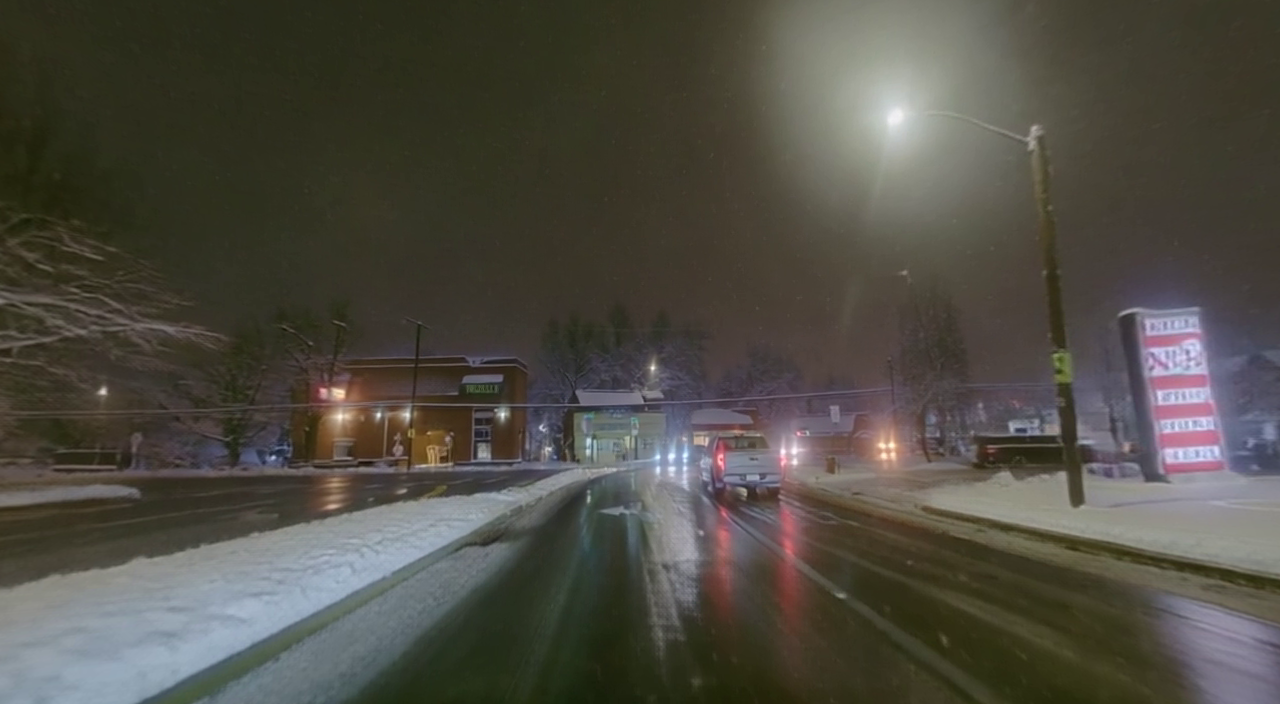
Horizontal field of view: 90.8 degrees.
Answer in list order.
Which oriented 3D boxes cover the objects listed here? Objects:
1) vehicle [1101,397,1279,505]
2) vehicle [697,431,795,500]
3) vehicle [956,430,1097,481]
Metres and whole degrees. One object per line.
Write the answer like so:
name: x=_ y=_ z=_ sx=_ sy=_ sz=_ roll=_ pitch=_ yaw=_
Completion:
vehicle: x=15.705 y=2.541 z=14.842 sx=7.551 sy=2.142 sz=2.896 roll=4 pitch=-10 yaw=-1
vehicle: x=3.234 y=3.612 z=20.687 sx=2.402 sy=1.922 sz=5.677 roll=0 pitch=-8 yaw=2
vehicle: x=17.217 y=4.633 z=28.384 sx=4.765 sy=1.678 sz=2.228 roll=-5 pitch=-3 yaw=6
